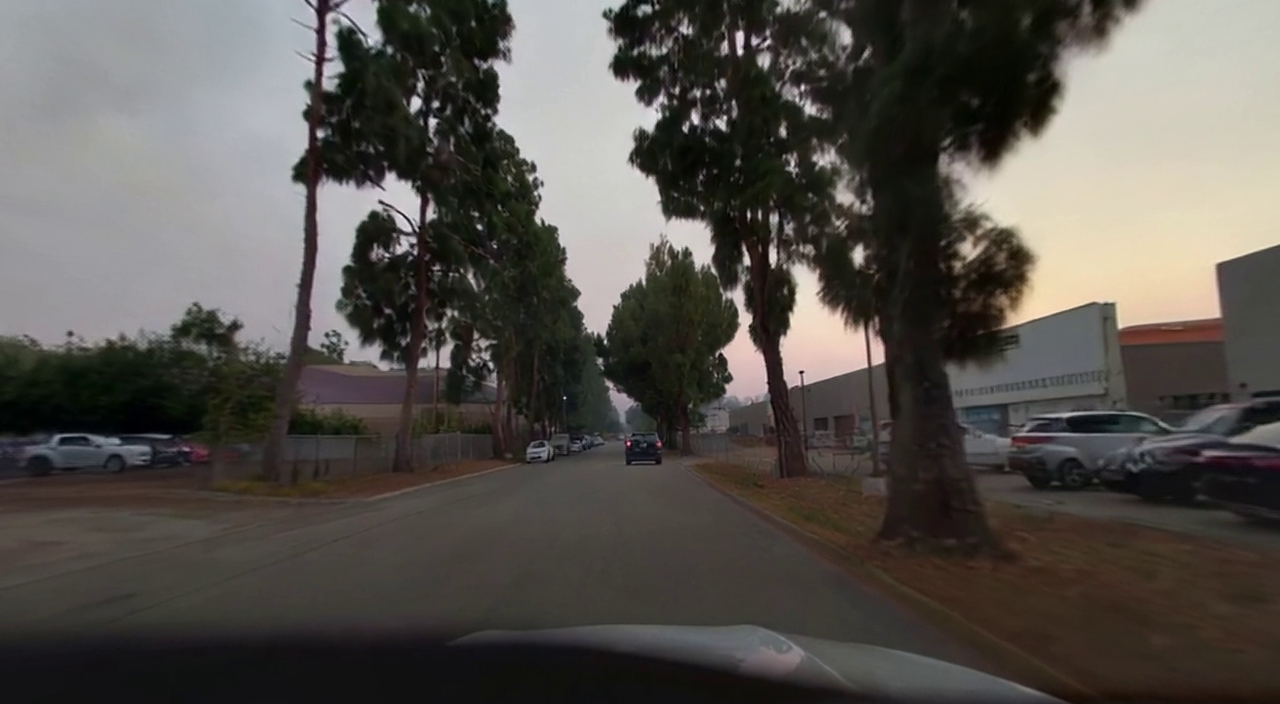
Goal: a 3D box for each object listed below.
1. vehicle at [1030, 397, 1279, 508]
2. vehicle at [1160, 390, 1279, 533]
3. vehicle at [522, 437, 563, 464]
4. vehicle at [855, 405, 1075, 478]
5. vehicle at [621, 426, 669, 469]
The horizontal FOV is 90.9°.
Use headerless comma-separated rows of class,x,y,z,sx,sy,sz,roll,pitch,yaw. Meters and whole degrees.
vehicle,8.669,1.491,9.482,4.239,1.460,1.984,0,-9,-1
vehicle,8.995,1.156,7.039,4.661,1.480,1.930,-1,-9,-2
vehicle,-6.007,6.146,39.202,1.938,1.500,4.130,-3,-10,-1
vehicle,8.411,2.414,16.666,4.616,1.500,1.963,-4,-11,0
vehicle,0.250,4.539,30.201,2.152,1.874,4.042,0,-8,1
